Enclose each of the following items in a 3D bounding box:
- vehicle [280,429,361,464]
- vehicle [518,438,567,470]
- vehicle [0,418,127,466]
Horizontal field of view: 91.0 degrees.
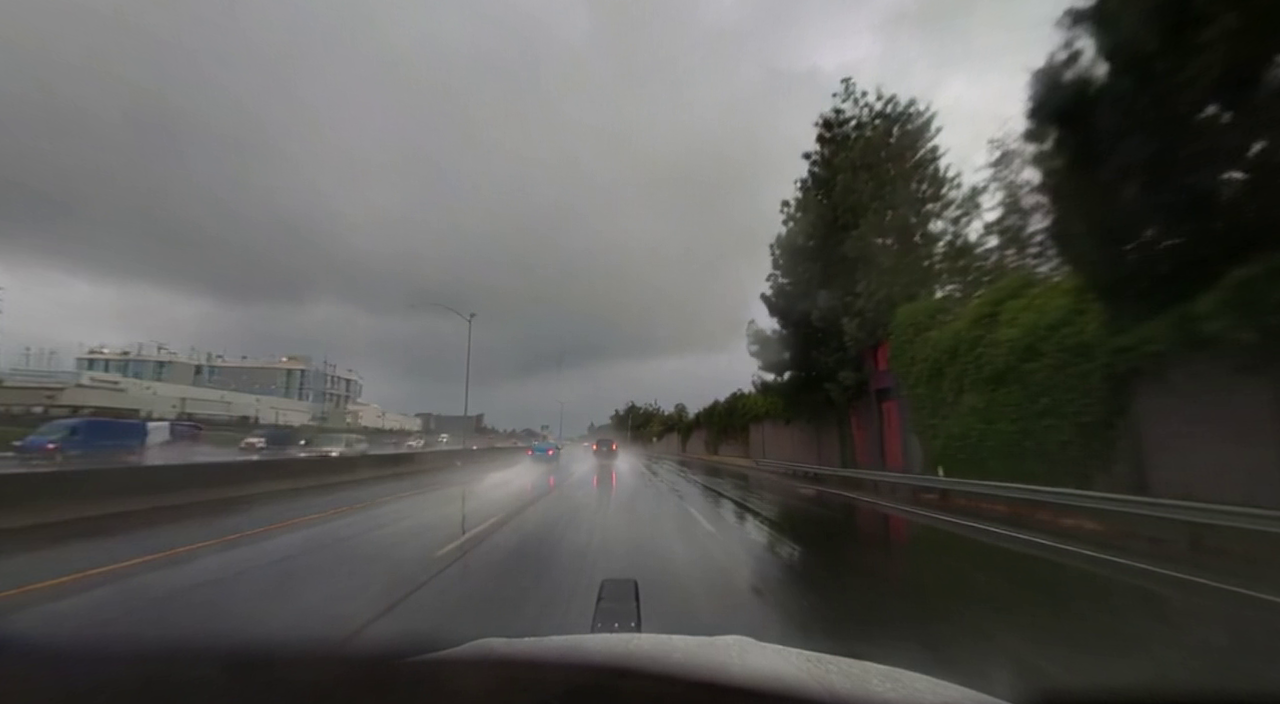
[{"bbox_3d":[-16.702,4.958,33.228,1.968,1.690,4.642,0,-8,-2],"label":"vehicle"},{"bbox_3d":[-5.044,5.331,33.050,2.045,1.547,4.162,0,-8,-2],"label":"vehicle"},{"bbox_3d":[-30.046,4.684,32.936,2.173,2.174,5.446,4,-8,-7],"label":"vehicle"}]
